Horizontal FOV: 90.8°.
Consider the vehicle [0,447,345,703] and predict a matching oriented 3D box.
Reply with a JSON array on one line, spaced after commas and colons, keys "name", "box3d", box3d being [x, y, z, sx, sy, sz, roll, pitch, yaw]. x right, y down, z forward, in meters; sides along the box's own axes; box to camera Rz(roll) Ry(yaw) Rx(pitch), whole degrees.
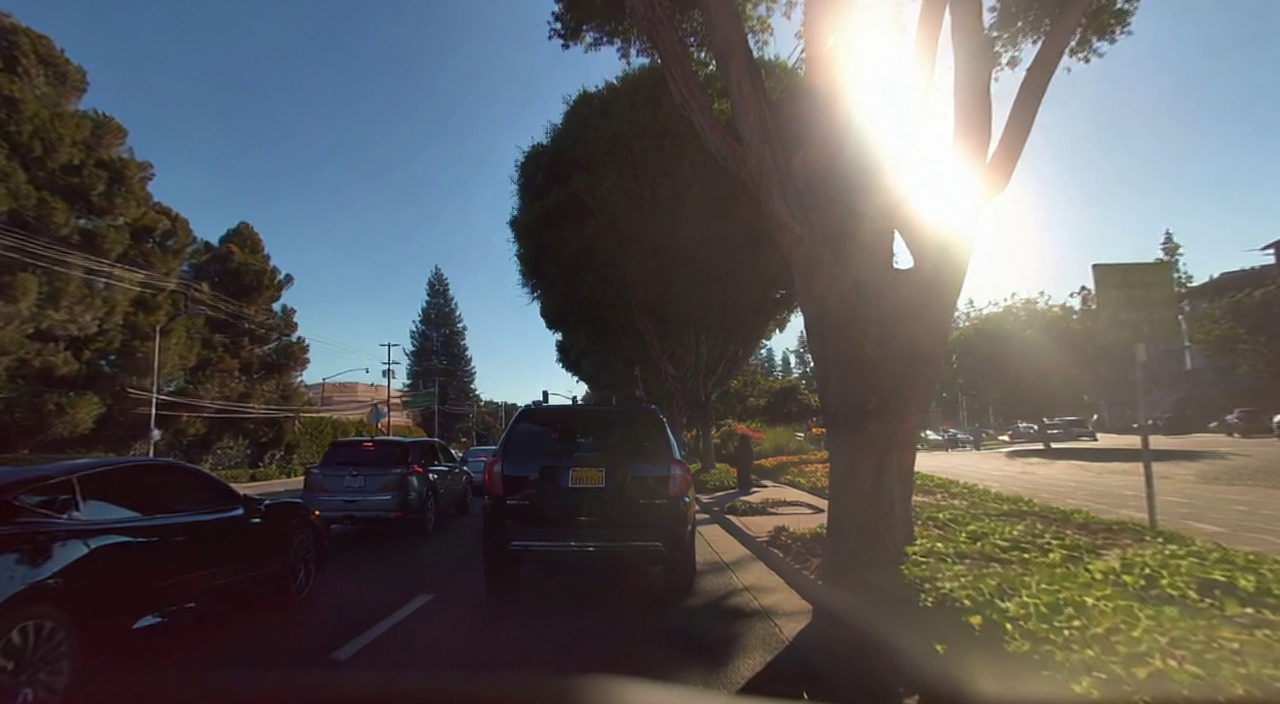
[{"name": "vehicle", "box3d": [-3.751, 1.223, 3.699, 1.865, 1.314, 4.461, 0, -8, 1]}]

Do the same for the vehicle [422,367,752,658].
[{"name": "vehicle", "box3d": [-0.281, 1.264, 5.893, 2.012, 1.769, 3.897, 0, -8, 1]}]
